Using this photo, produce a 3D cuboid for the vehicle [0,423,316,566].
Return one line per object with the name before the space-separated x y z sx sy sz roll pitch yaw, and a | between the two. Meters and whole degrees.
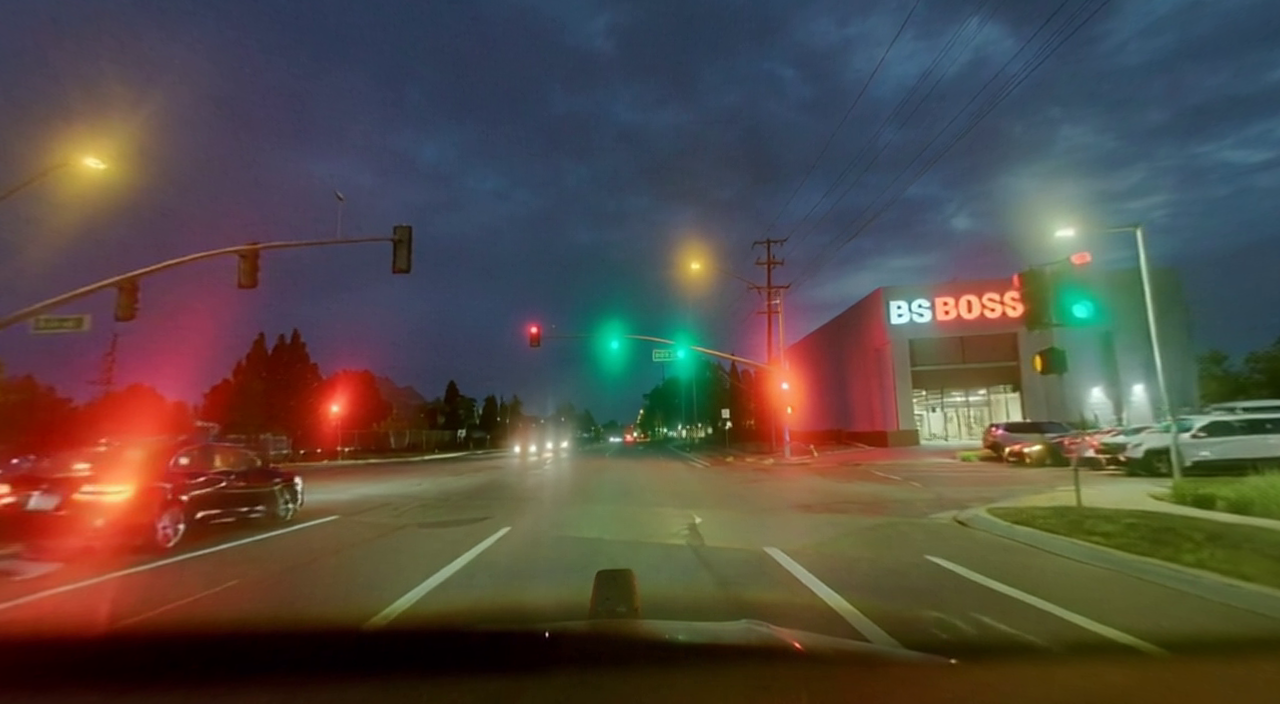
vehicle | -6.449 1.786 8.661 1.928 1.451 4.219 0 -9 -3
